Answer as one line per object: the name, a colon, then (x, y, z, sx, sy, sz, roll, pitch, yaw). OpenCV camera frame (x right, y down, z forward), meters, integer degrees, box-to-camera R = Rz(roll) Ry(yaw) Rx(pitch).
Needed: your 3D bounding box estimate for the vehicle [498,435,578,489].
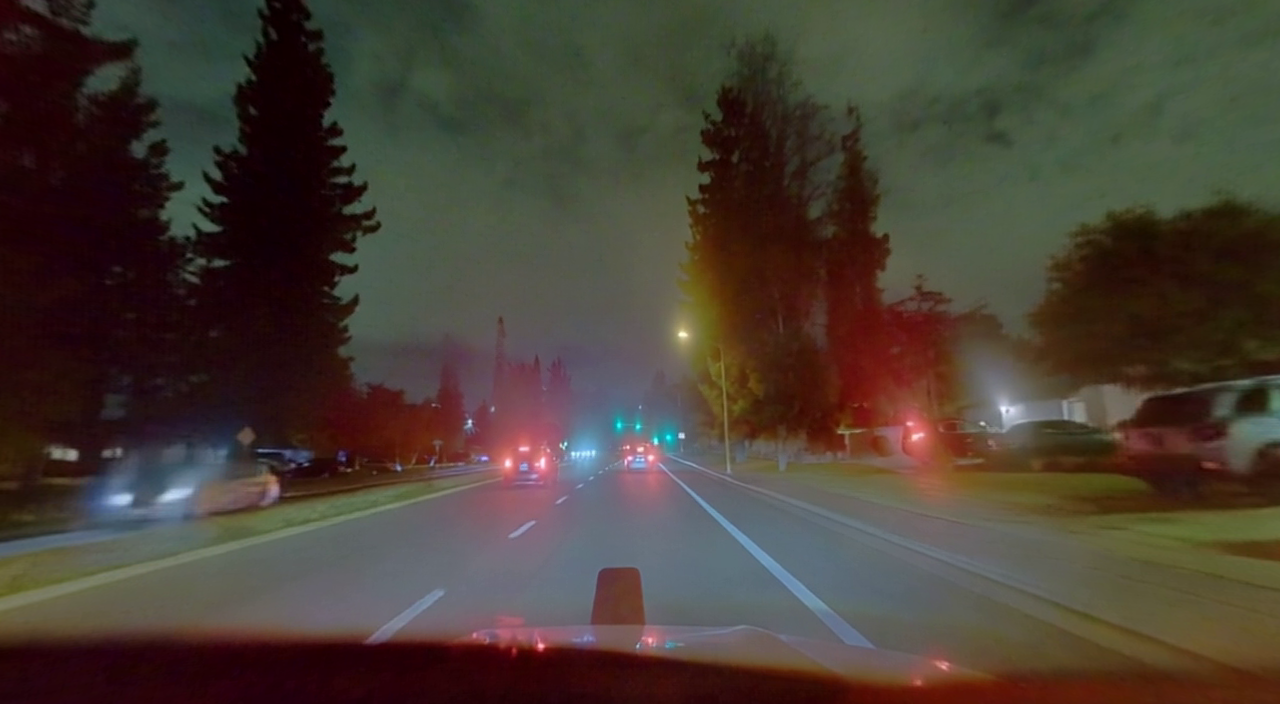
vehicle: (-3.583, 3.946, 23.055, 2.157, 1.771, 4.452, 0, -8, 0)

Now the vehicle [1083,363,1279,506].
vehicle: (11.318, 1.306, 10.734, 5.552, 2.070, 2.533, -2, -8, -1)

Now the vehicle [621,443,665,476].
vehicle: (0.166, 5.329, 31.646, 2.062, 1.518, 3.901, 0, -8, 0)

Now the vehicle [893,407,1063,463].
vehicle: (15.469, 3.836, 29.199, 6.374, 2.098, 2.415, -3, -8, -1)

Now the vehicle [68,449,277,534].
vehicle: (-12.091, 3.558, 16.867, 2.070, 1.752, 4.629, -4, -8, 0)

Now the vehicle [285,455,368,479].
vehicle: (-21.985, 8.081, 44.428, 4.792, 1.551, 1.931, 0, -8, -1)
